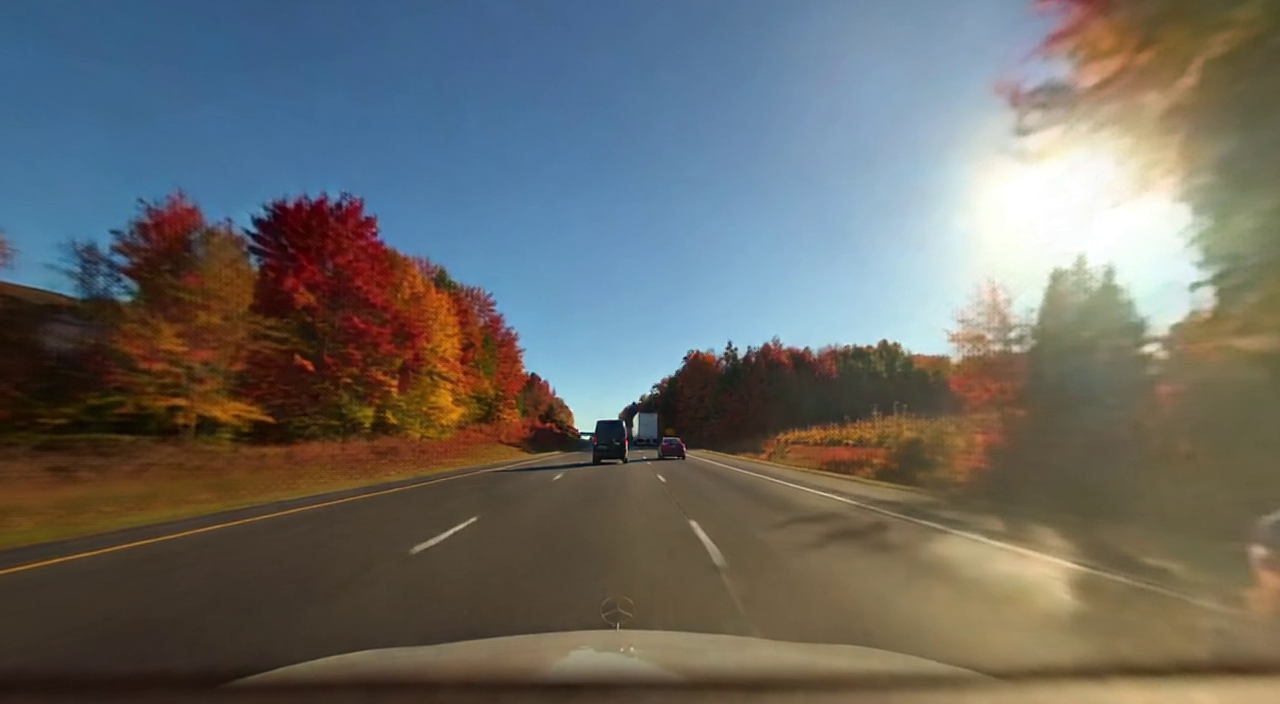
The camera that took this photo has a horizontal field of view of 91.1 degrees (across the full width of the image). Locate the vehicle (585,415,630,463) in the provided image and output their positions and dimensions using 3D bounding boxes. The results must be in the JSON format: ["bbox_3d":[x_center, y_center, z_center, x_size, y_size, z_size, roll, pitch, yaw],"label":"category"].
[{"bbox_3d":[-1.854,5.234,37.840,2.389,2.637,5.437,0,-8,0],"label":"vehicle"}]

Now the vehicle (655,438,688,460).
[{"bbox_3d":[2.225,6.983,45.615,1.962,1.508,4.363,0,-8,-2],"label":"vehicle"}]
